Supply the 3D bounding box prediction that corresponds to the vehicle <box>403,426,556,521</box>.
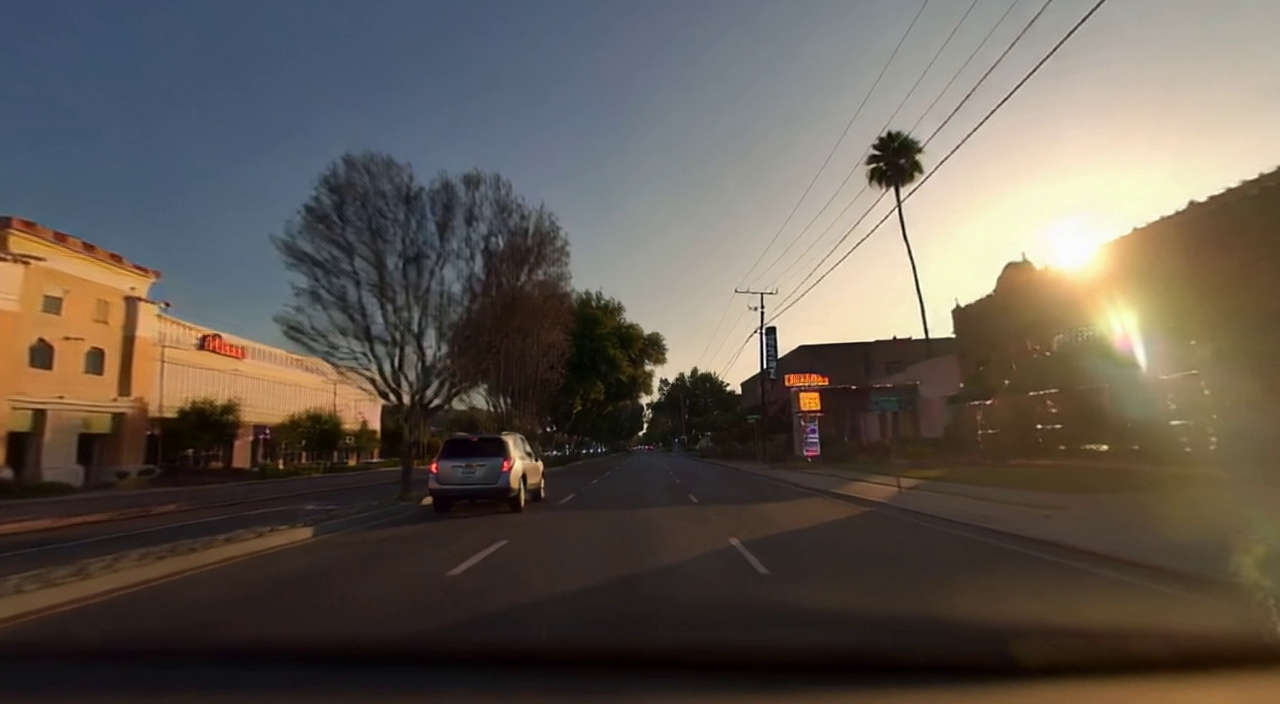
[{"bbox_3d":[-3.241,2.575,13.890,2.062,1.693,4.669,0,-9,1],"label":"vehicle"}]
